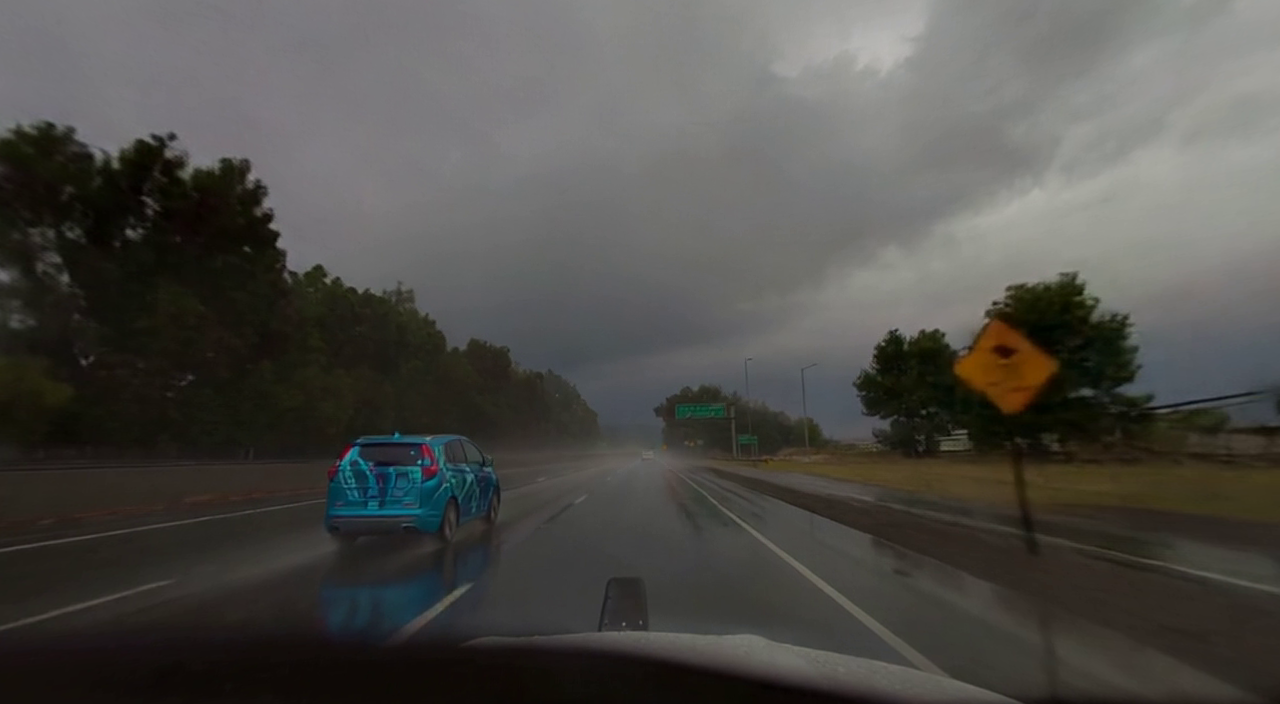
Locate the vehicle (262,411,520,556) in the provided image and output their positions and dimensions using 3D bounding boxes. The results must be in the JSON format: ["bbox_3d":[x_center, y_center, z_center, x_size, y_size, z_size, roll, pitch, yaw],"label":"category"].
[{"bbox_3d":[-3.594,2.003,10.355,2.183,1.803,4.685,0,-8,2],"label":"vehicle"}]
